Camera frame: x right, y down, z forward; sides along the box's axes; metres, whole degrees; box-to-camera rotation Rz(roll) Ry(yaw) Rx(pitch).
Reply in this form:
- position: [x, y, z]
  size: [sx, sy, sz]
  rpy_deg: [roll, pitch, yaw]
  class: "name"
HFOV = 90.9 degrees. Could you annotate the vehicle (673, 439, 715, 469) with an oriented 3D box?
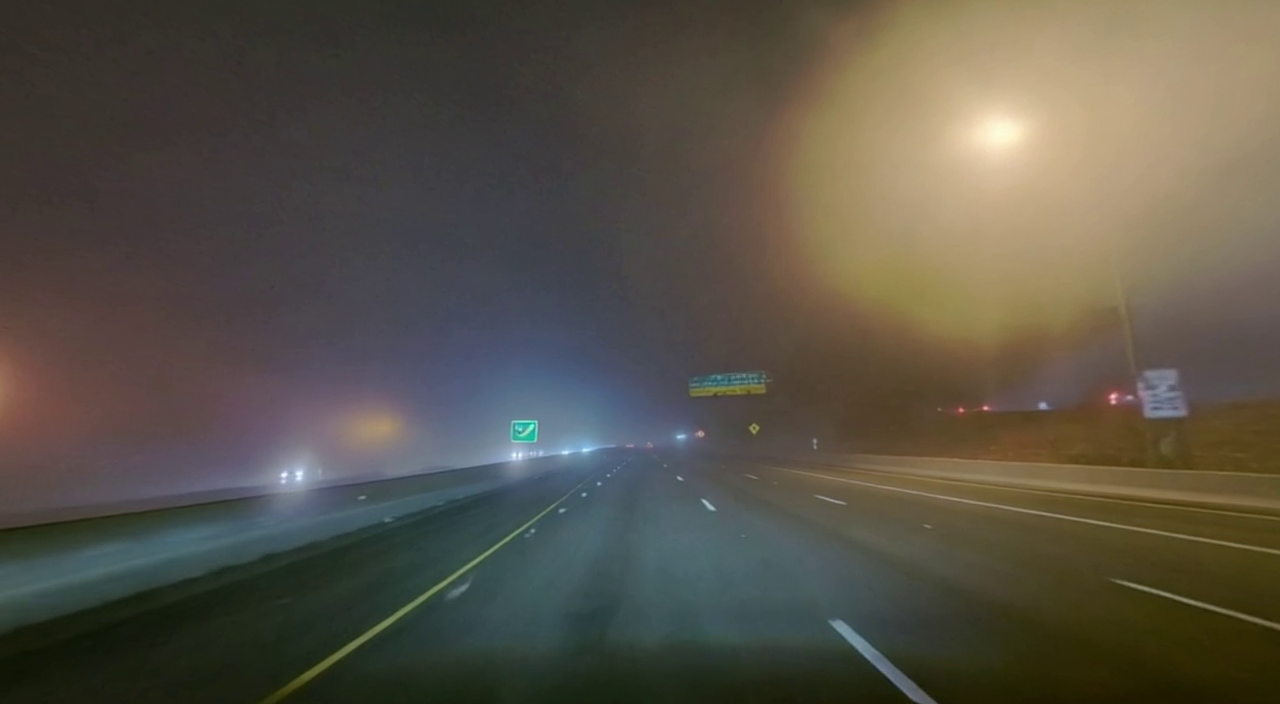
- position: [3.295, 6.369, 39.439]
  size: [2.099, 1.748, 4.331]
  rpy_deg: [0, -9, -1]
  class: "vehicle"
